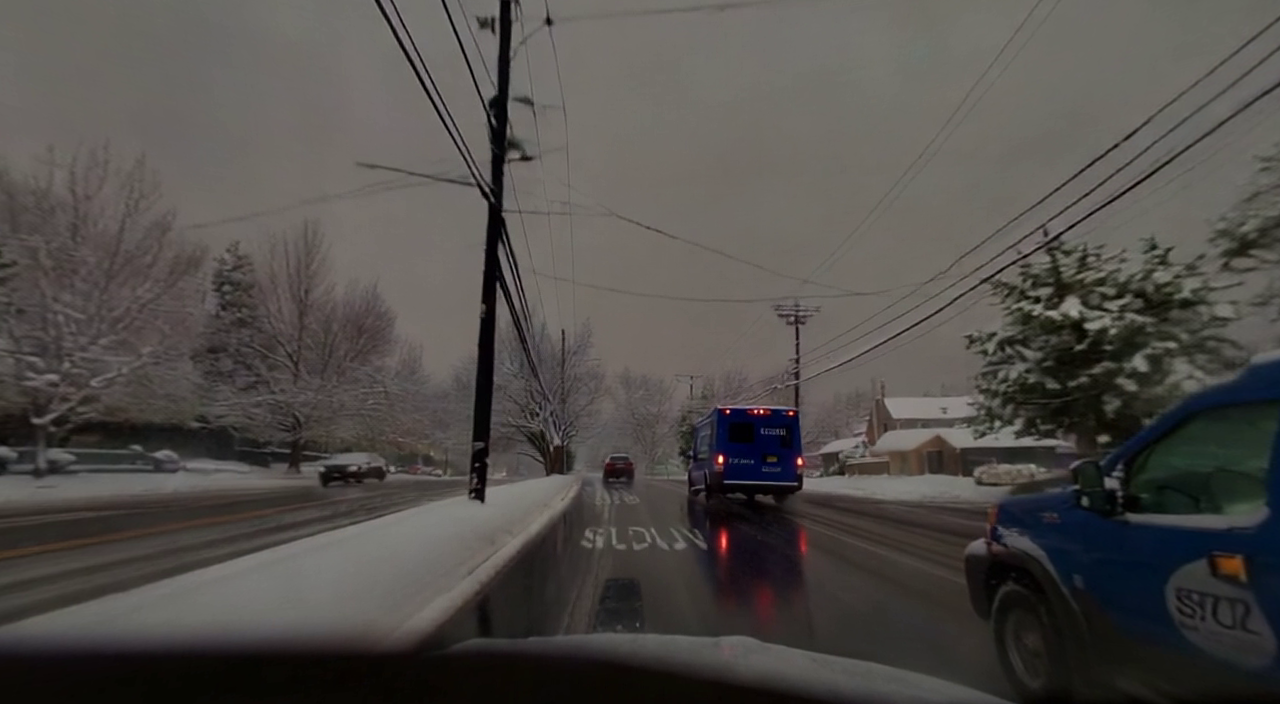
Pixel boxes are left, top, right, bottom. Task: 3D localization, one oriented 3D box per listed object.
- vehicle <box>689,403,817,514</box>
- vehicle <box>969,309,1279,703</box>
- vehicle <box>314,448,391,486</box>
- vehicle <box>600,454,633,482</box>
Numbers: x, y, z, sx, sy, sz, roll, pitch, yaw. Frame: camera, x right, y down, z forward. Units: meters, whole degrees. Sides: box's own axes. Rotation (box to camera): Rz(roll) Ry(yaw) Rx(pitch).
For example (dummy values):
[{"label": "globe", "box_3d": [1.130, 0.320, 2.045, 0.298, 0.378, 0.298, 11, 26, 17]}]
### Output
[{"label": "vehicle", "box_3d": [3.000, 3.052, 18.412, 2.406, 2.687, 5.521, 0, -9, -3]}, {"label": "vehicle", "box_3d": [3.624, 0.750, 2.189, 2.194, 1.922, 4.822, 0, -9, -2]}, {"label": "vehicle", "box_3d": [-13.907, 5.532, 30.848, 1.909, 1.705, 4.126, 0, -9, -2]}, {"label": "vehicle", "box_3d": [-1.598, 7.617, 41.747, 2.114, 1.707, 3.725, 0, -9, -3]}]
